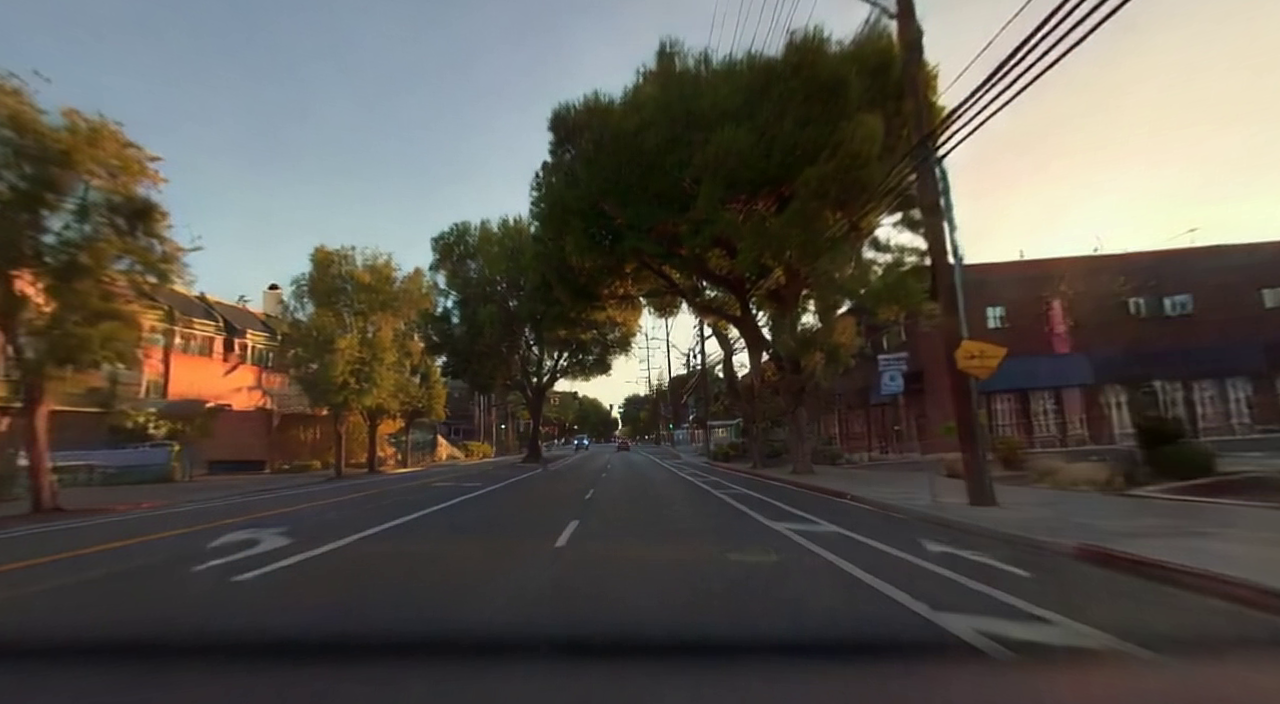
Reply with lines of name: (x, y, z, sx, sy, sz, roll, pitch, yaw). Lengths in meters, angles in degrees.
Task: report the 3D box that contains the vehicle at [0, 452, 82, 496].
vehicle: (-27.609, 5.419, 28.448, 4.811, 1.756, 2.070, -5, -10, 30)
